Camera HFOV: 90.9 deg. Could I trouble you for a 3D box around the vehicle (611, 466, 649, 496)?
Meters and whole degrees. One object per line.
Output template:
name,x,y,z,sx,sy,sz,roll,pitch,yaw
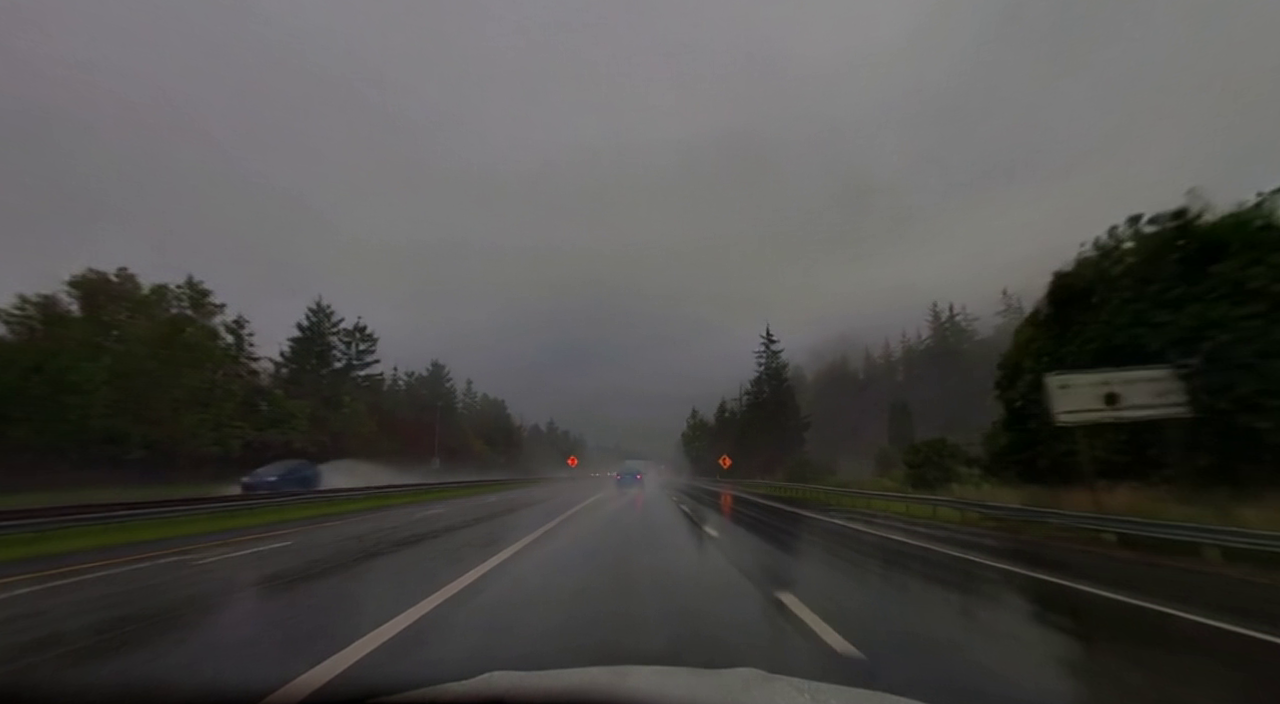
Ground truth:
vehicle,-0.525,7.263,35.645,2.016,1.530,4.009,1,-11,0

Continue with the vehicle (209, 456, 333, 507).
vehicle,-16.237,5.720,28.165,2.389,1.999,4.977,1,-11,1
